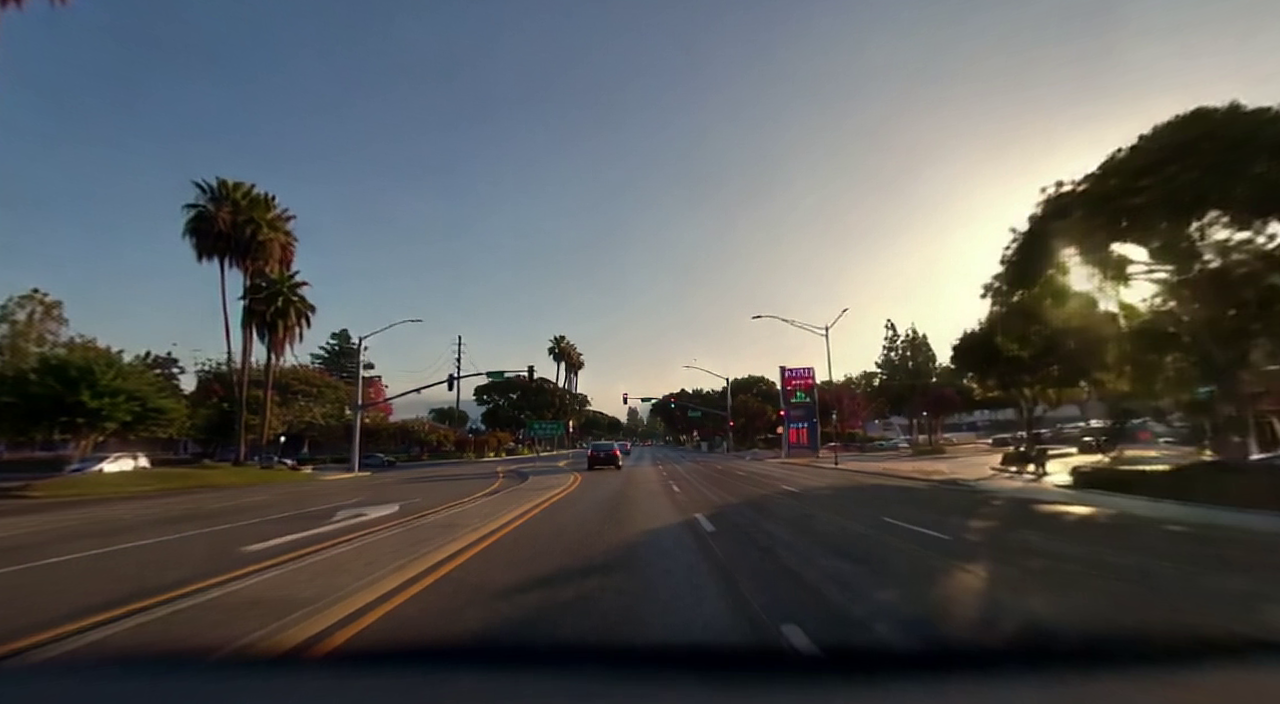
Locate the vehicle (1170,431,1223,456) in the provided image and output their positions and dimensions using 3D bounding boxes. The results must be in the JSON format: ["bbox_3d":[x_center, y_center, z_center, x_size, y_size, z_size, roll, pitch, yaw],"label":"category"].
[{"bbox_3d":[36.946,6.063,41.890,4.405,1.525,1.901,7,-10,-40],"label":"vehicle"}]

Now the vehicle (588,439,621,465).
[{"bbox_3d":[-2.424,6.667,42.405,1.990,1.639,3.885,1,-8,-6],"label":"vehicle"}]

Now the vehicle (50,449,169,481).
[{"bbox_3d":[-31.637,6.718,37.999,2.099,1.731,5.736,0,-8,1],"label":"vehicle"}]
